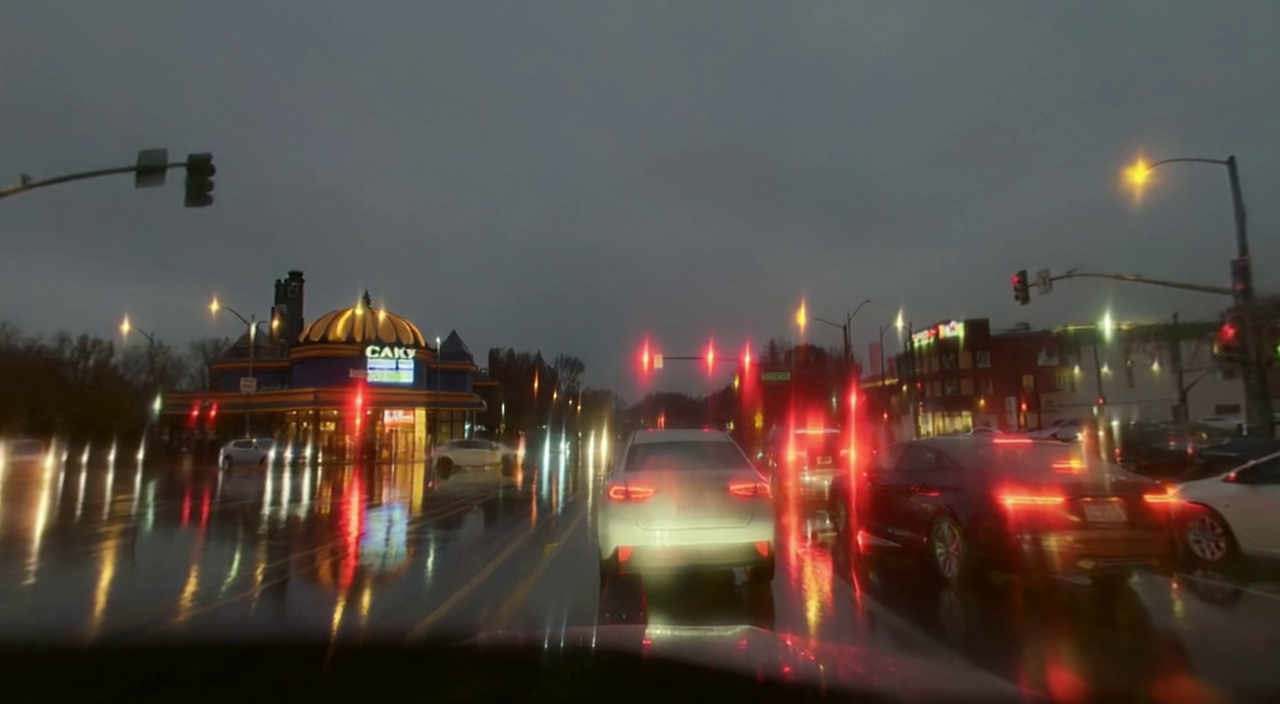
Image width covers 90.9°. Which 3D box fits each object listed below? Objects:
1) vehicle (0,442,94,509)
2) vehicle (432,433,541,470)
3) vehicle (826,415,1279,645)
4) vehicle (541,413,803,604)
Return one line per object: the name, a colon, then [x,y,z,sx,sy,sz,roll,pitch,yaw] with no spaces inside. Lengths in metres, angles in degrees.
vehicle: [-19.101,3.622,18.924,4.841,1.783,2.203,-4,-9,26]
vehicle: [-7.487,4.845,30.857,4.833,1.701,2.077,4,-9,-23]
vehicle: [3.517,1.487,6.400,1.883,1.480,4.489,0,-8,0]
vehicle: [0.215,1.523,7.012,2.073,1.496,3.892,0,-8,-1]
